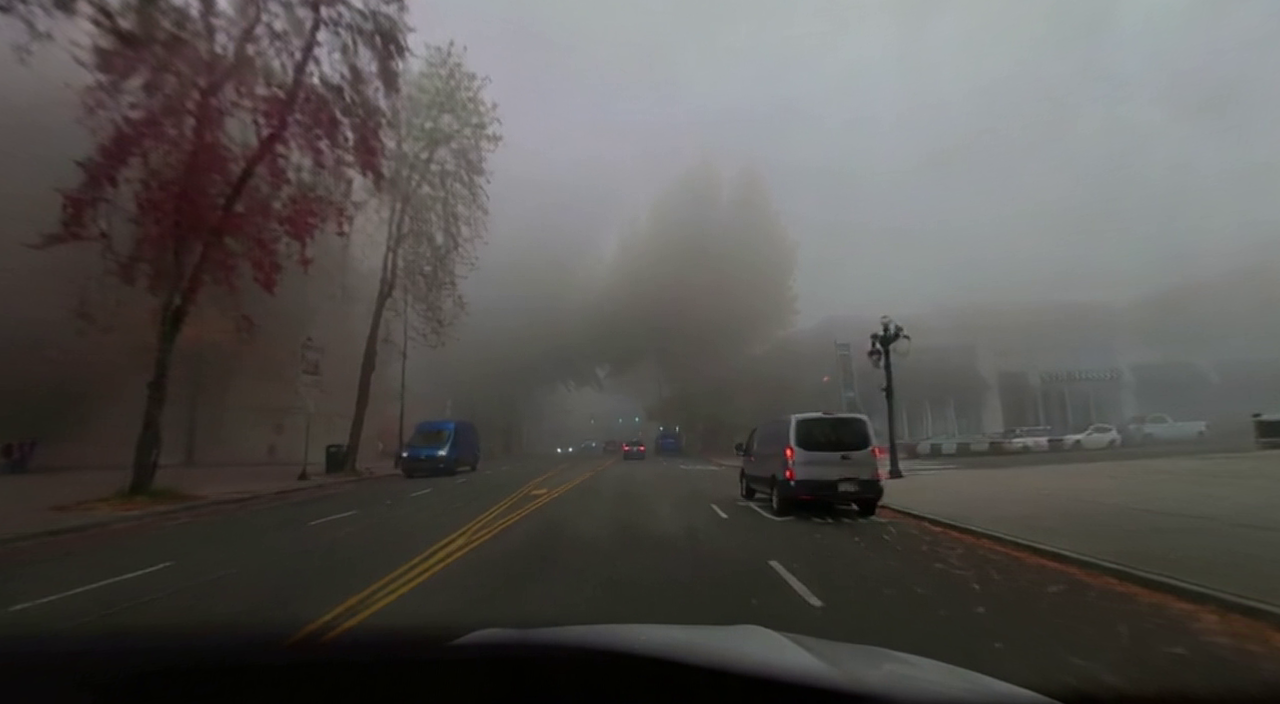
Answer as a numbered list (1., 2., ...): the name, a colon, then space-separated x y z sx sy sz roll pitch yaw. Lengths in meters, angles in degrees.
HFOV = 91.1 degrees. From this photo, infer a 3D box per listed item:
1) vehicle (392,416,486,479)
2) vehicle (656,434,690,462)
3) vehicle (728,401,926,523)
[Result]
1. vehicle: -9.022 4.339 28.941 2.348 2.588 5.860 0 -8 0
2. vehicle: 2.480 7.043 46.304 2.147 1.968 4.478 -1 -8 7
3. vehicle: 3.439 2.160 12.954 2.357 1.986 5.136 0 -8 -2
